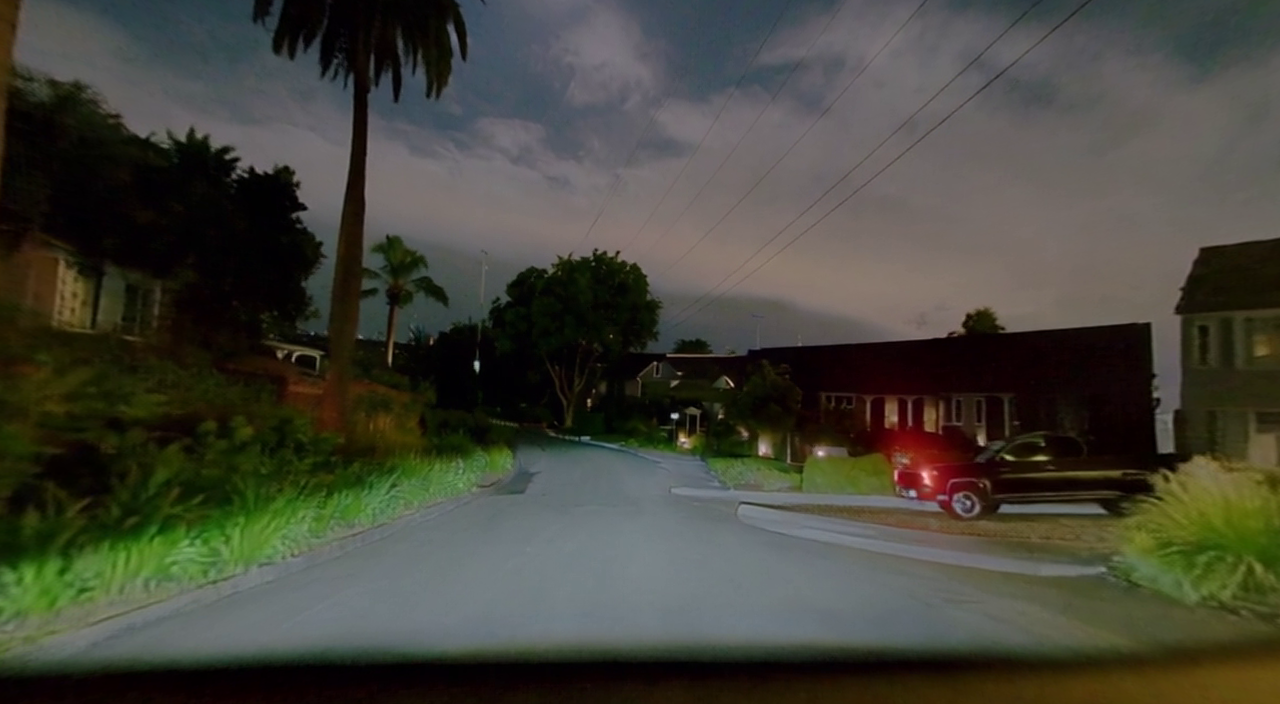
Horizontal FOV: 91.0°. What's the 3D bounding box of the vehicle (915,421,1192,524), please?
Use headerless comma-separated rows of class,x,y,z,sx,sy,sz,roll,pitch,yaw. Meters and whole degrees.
vehicle,9.137,2.668,13.938,5.663,1.913,2.170,5,-11,-22
